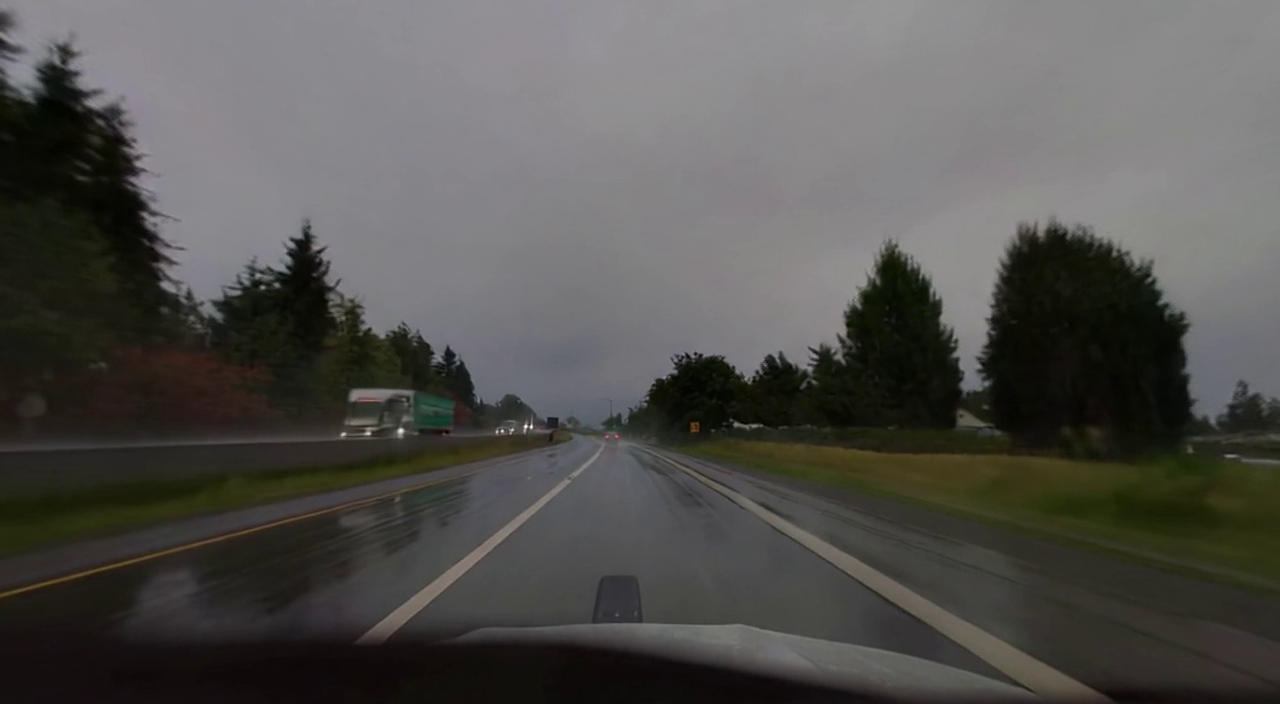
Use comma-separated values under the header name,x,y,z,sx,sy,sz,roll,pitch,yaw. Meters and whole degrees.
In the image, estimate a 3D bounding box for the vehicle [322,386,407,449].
name,x,y,z,sx,sy,sz,roll,pitch,yaw
vehicle,-17.979,4.385,41.602,2.989,3.819,5.967,0,-8,-2
